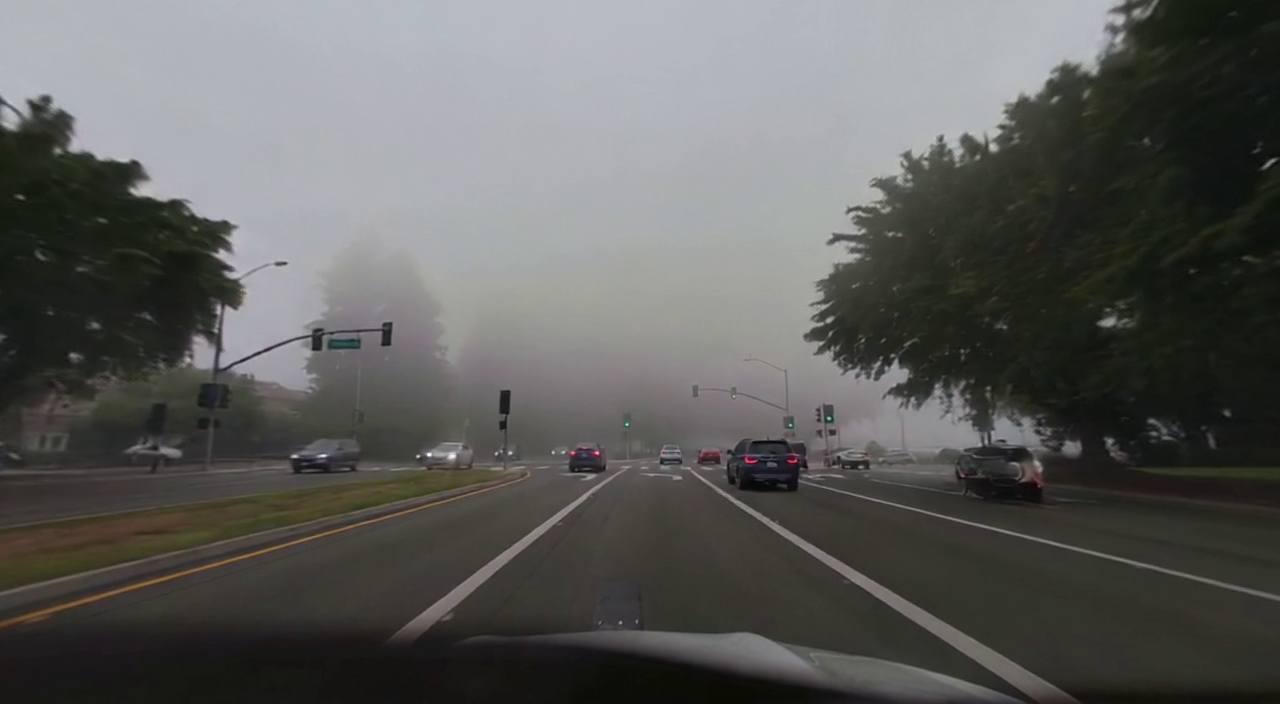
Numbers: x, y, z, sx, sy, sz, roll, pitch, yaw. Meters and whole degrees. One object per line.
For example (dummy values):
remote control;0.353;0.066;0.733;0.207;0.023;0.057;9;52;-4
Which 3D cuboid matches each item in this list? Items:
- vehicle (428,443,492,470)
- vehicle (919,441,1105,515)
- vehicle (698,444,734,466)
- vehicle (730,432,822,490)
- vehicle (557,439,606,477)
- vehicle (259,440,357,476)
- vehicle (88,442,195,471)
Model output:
vehicle;-10.700;6.240;37.900;2.261;1.477;4.490;0;-8;3
vehicle;8.467;2.864;14.914;1.949;1.492;4.103;0;-8;1
vehicle;5.262;7.191;44.287;2.064;1.474;4.389;0;-8;2
vehicle;4.634;3.800;22.321;2.209;1.813;4.724;0;-8;0
vehicle;-2.950;5.510;33.007;2.258;1.812;4.650;0;-8;-2
vehicle;-15.094;4.833;29.039;1.907;1.493;4.433;0;-8;3
vehicle;-30.745;6.439;39.139;4.661;1.711;1.992;3;-8;-16
